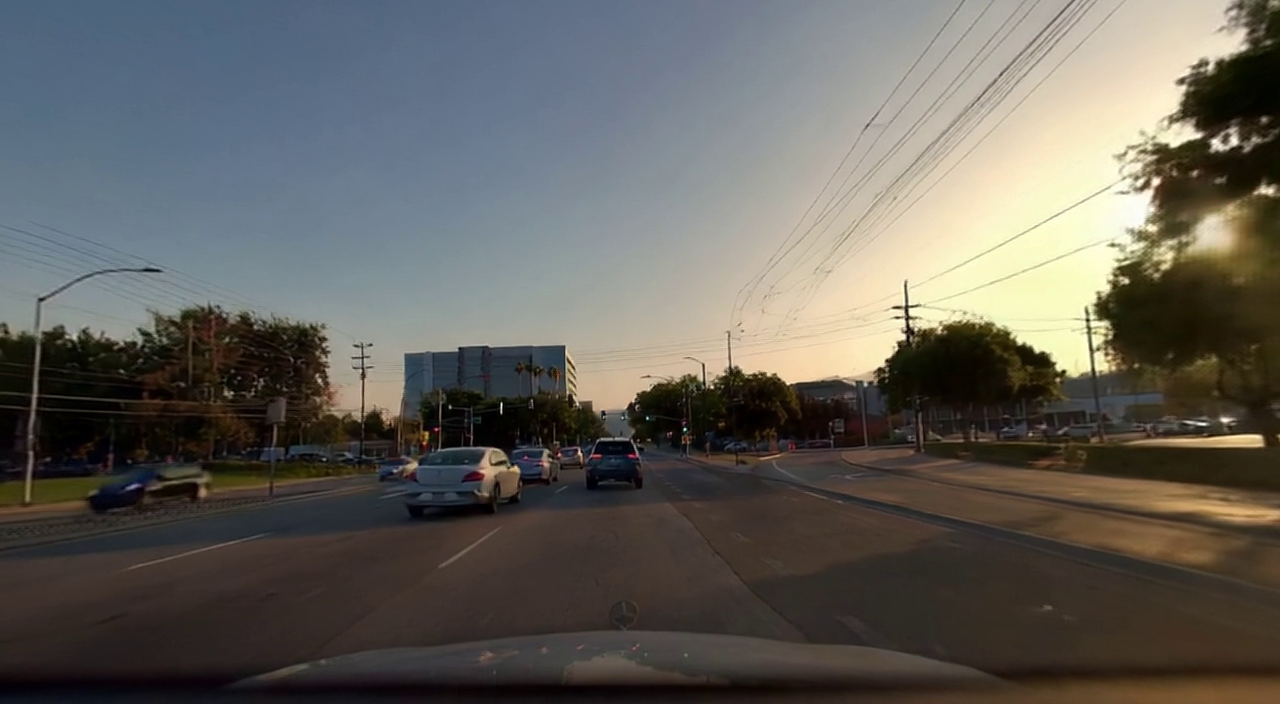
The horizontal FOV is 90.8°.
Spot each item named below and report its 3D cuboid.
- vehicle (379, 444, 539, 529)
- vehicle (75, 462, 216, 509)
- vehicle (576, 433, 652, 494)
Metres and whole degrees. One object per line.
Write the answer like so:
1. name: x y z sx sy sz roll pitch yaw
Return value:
1. vehicle: -3.553 2.693 13.394 2.064 1.464 4.373 0 -8 1
2. vehicle: -18.615 5.013 24.087 1.872 1.468 4.316 0 -8 0
3. vehicle: -0.793 3.661 21.162 2.276 1.850 3.897 0 -8 0
